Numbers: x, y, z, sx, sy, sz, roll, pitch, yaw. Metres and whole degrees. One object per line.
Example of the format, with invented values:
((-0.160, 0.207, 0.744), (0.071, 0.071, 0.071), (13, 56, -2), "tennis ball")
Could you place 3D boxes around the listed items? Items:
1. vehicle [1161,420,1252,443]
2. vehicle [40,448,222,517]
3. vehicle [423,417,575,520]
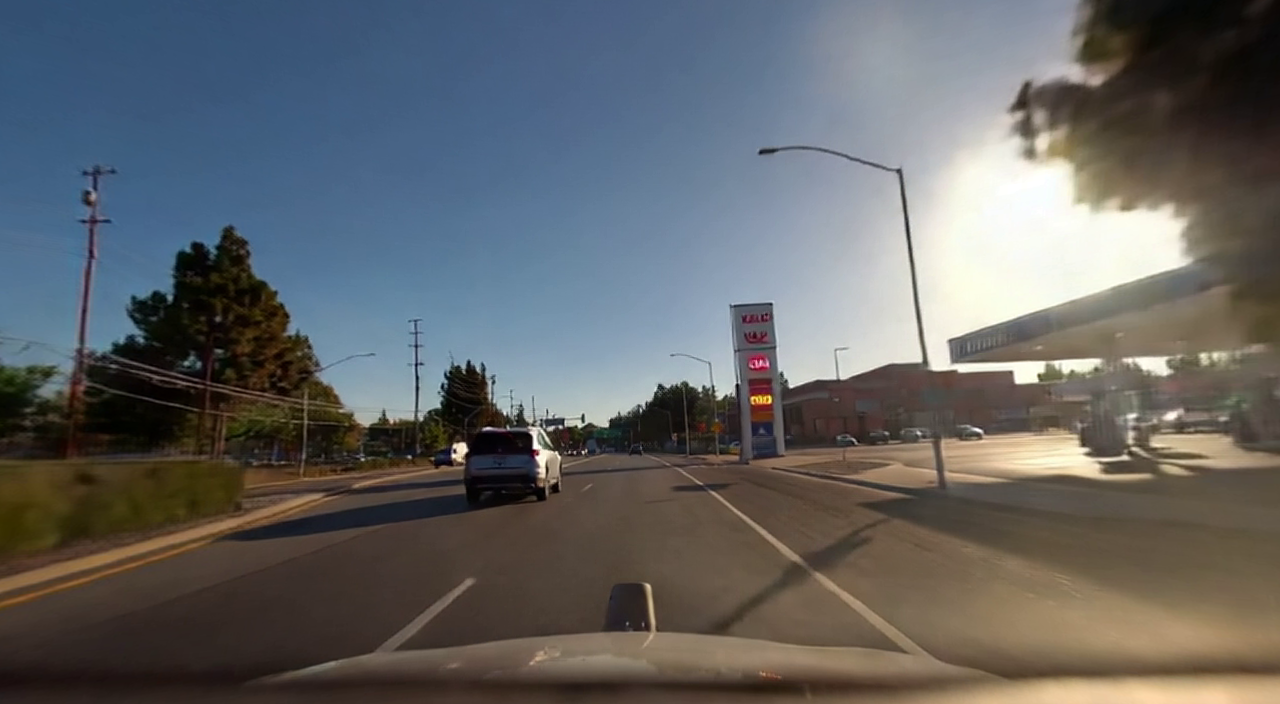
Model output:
((38.843, 5.544, 43.364), (1.888, 1.457, 4.813), (-1, -8, 2), "vehicle")
((-16.795, 4.258, 21.239), (2.116, 1.846, 4.952), (-3, -8, -1), "vehicle")
((-2.800, 2.452, 13.862), (2.190, 1.844, 4.751), (0, -8, 1), "vehicle")
